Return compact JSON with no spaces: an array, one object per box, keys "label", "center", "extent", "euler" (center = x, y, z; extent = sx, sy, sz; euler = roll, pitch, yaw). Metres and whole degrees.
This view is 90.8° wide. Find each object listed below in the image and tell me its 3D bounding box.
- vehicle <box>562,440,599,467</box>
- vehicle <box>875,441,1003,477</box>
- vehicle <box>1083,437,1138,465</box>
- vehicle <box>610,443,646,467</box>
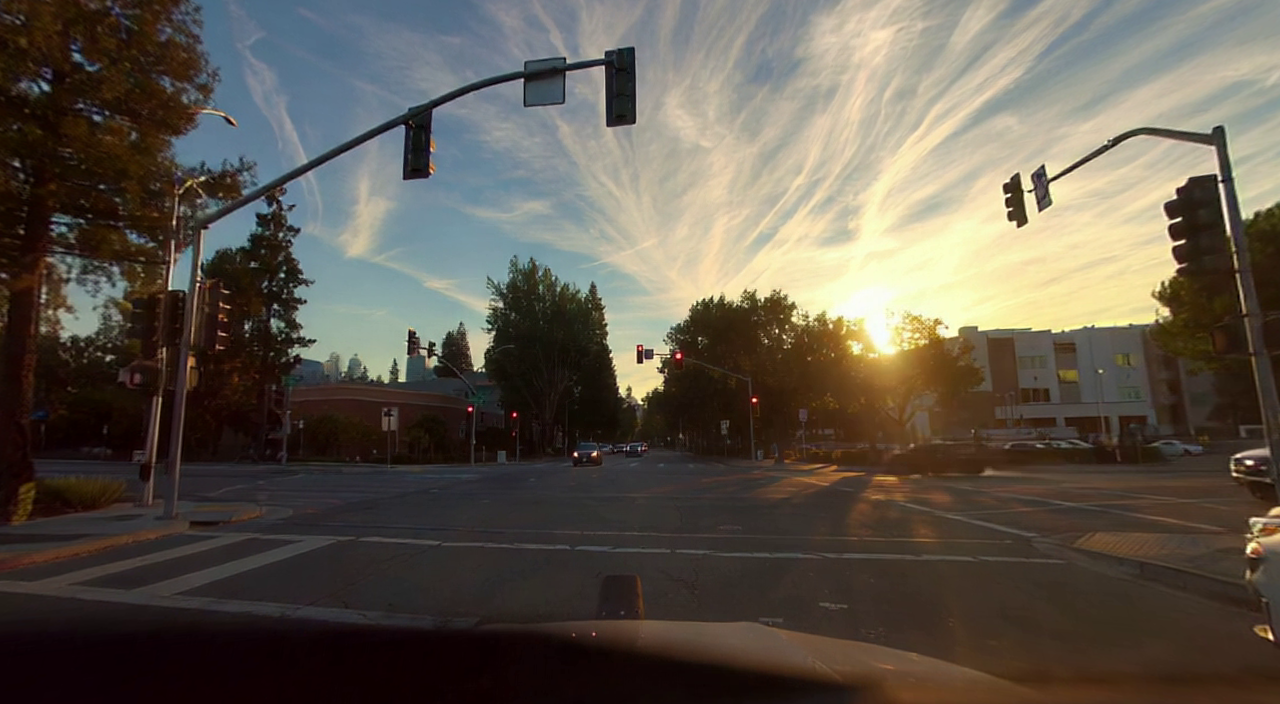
[{"label":"vehicle","center":[-4.106,7.106,44.320],"extent":[2.251,1.756,4.610],"euler":[0,-9,-2]},{"label":"vehicle","center":[12.636,4.552,27.031],"extent":[4.628,1.414,1.897],"euler":[-3,-9,17]},{"label":"vehicle","center":[26.970,5.658,36.148],"extent":[2.092,1.474,4.046],"euler":[-8,-11,41]},{"label":"vehicle","center":[-0.852,6.831,42.006],"extent":[2.056,1.492,3.937],"euler":[1,-9,-6]}]
